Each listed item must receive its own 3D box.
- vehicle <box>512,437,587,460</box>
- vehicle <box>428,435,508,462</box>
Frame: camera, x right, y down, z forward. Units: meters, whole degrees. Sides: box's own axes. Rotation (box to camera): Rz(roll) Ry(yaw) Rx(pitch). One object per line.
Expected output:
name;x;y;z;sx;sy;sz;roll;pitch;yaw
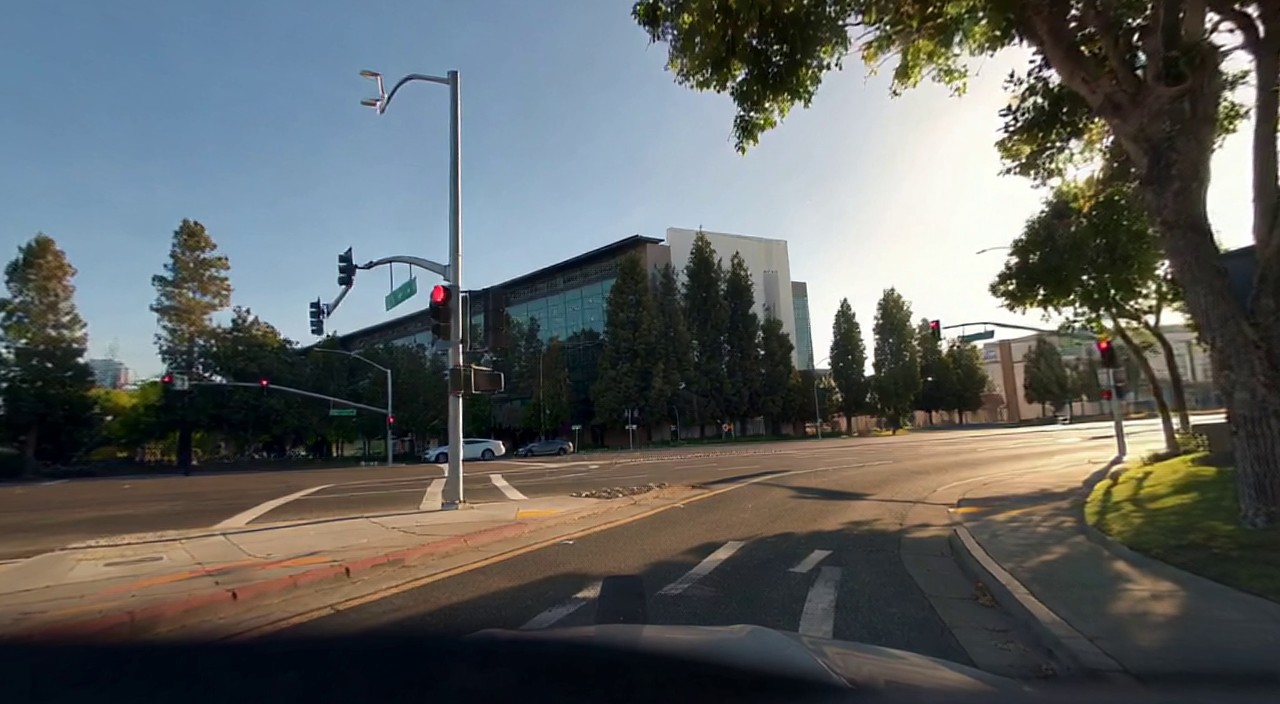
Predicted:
vehicle;-5.900;6.342;41.392;4.527;1.444;1.811;6;-10;-35
vehicle;-11.640;6.543;42.726;4.782;1.776;2.118;6;-10;-34
